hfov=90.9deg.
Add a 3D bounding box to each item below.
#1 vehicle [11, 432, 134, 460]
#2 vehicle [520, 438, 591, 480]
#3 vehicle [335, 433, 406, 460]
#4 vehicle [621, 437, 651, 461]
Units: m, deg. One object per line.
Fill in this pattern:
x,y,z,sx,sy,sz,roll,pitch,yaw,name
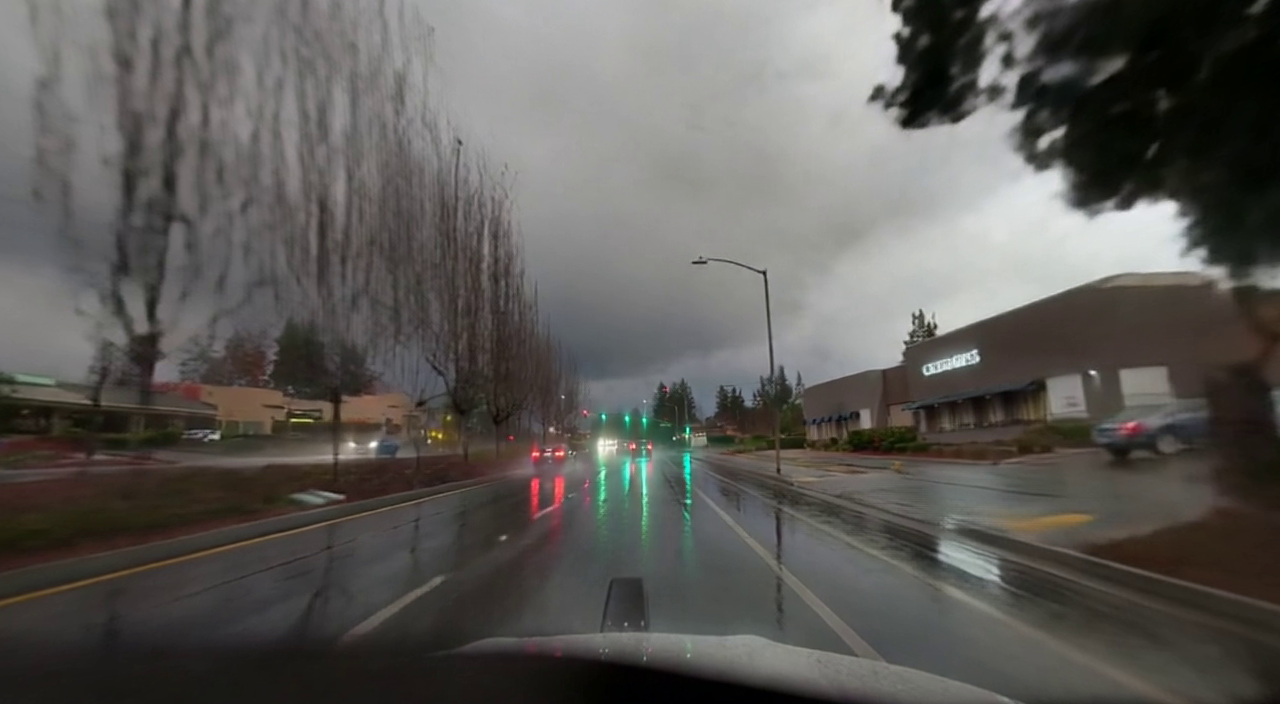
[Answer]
-38.737,6.464,43.190,5.670,1.815,2.766,0,-9,-1,vehicle
-3.179,4.142,24.702,2.015,1.470,4.458,0,-8,2,vehicle
-16.743,5.918,39.509,2.341,1.527,4.616,0,-8,1,vehicle
-0.265,7.317,47.637,2.153,1.764,4.047,0,-8,0,vehicle
